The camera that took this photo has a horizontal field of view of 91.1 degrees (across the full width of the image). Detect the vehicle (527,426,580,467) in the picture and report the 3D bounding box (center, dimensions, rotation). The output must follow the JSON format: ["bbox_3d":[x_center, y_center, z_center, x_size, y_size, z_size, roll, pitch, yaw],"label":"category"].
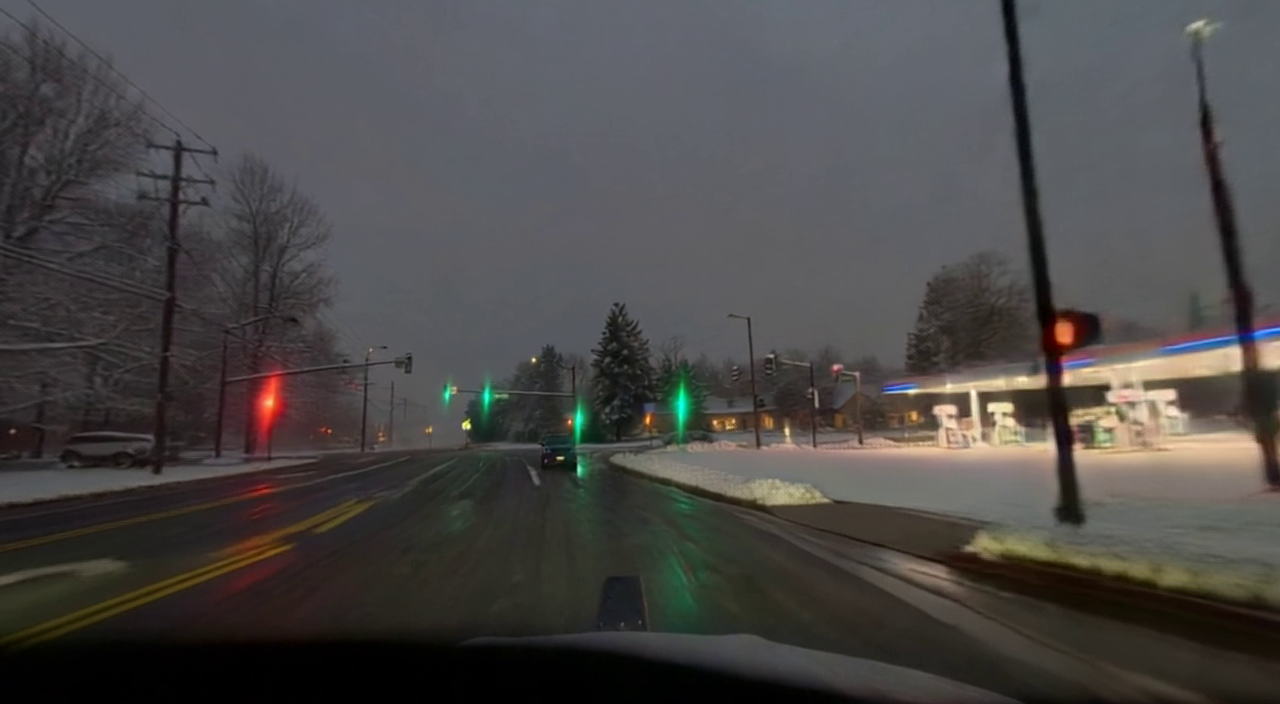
[{"bbox_3d":[-4.408,4.680,31.355,2.300,1.868,4.690,1,-8,-12],"label":"vehicle"}]

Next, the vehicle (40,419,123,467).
[{"bbox_3d":[-31.668,5.162,35.654,2.427,2.514,2.560,-5,-9,22],"label":"vehicle"}]
